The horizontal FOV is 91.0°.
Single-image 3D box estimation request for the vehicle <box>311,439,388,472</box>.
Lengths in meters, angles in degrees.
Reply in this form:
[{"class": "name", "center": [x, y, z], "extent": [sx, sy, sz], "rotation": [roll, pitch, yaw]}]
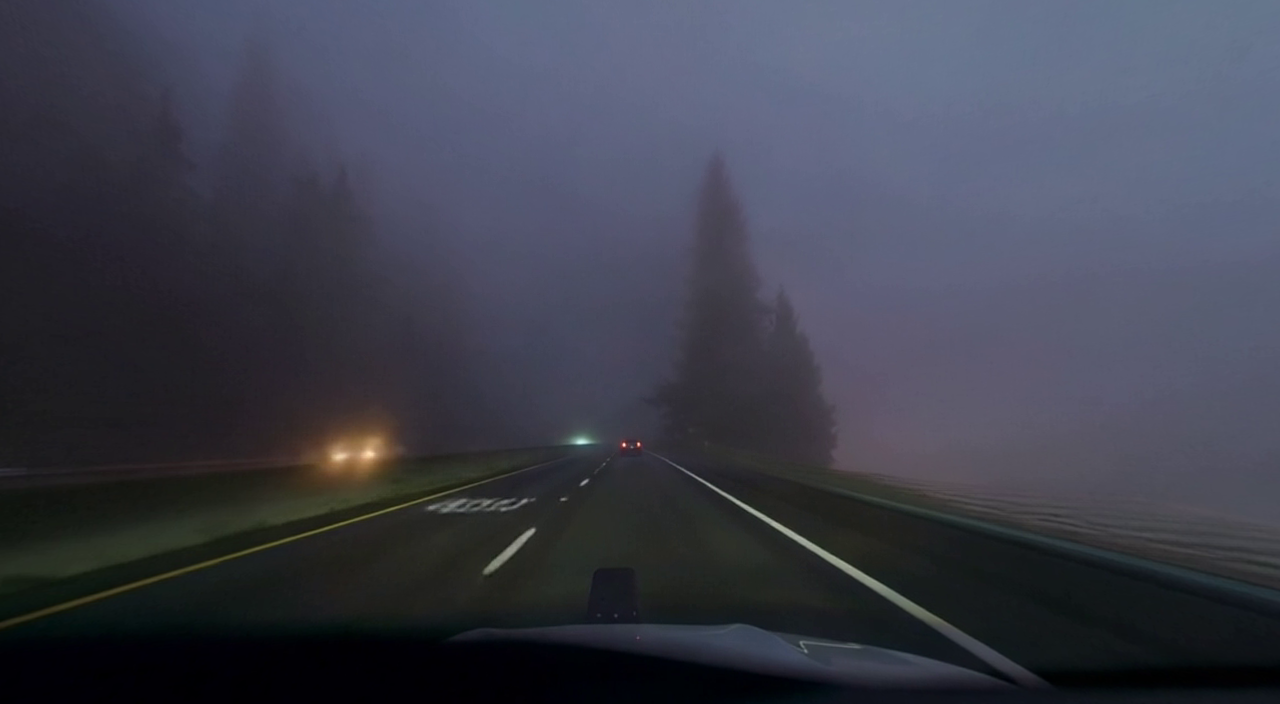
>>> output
[{"class": "vehicle", "center": [-14.130, 5.019, 30.890], "extent": [1.885, 1.485, 4.050], "rotation": [0, -8, -1]}]
